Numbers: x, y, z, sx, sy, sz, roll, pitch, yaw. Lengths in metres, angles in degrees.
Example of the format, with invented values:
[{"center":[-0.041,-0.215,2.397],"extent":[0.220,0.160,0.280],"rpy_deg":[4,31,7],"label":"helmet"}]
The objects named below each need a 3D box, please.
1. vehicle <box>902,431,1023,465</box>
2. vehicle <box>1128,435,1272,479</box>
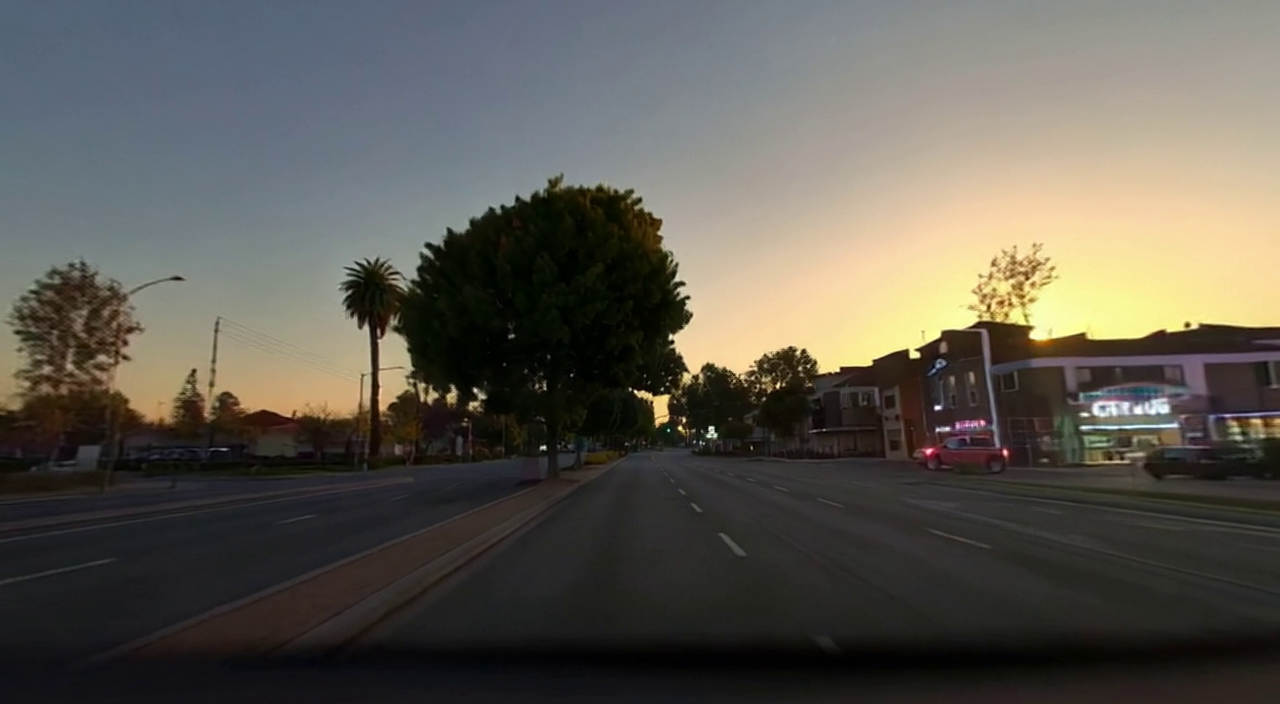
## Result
[{"center":[21.527,6.411,42.408],"extent":[6.489,2.179,2.882],"rpy_deg":[0,-8,-2],"label":"vehicle"},{"center":[20.602,3.859,23.362],"extent":[3.576,1.443,1.822],"rpy_deg":[-2,-8,-2],"label":"vehicle"}]
